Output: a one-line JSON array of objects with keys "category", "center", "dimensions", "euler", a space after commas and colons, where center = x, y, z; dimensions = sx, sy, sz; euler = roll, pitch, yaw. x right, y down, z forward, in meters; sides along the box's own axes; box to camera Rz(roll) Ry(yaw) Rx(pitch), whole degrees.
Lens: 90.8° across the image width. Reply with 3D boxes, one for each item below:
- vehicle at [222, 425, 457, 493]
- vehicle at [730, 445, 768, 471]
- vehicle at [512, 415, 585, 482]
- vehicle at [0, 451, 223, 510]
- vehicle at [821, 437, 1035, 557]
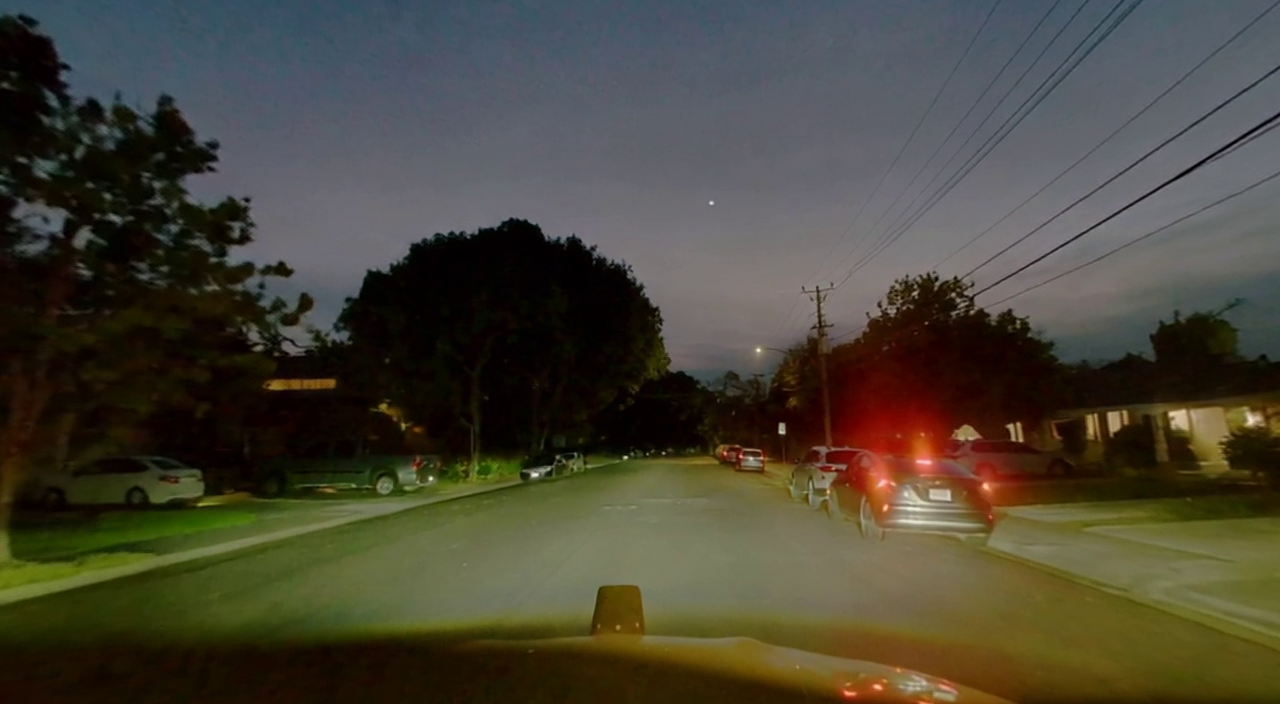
[{"category": "vehicle", "center": [-9.630, 3.468, 20.654], "dimensions": [6.488, 2.009, 2.354], "euler": [0, -9, 4]}, {"category": "vehicle", "center": [6.281, 6.139, 36.749], "dimensions": [1.743, 1.440, 3.732], "euler": [0, -9, 2]}, {"category": "vehicle", "center": [-4.289, 4.711, 30.816], "dimensions": [2.199, 2.902, 5.848], "euler": [0, -9, 5]}, {"category": "vehicle", "center": [-13.982, 3.372, 16.840], "dimensions": [4.481, 1.420, 1.712], "euler": [0, -9, 1]}, {"category": "vehicle", "center": [4.153, 2.102, 9.871], "dimensions": [1.845, 1.453, 3.792], "euler": [0, -9, 6]}]
